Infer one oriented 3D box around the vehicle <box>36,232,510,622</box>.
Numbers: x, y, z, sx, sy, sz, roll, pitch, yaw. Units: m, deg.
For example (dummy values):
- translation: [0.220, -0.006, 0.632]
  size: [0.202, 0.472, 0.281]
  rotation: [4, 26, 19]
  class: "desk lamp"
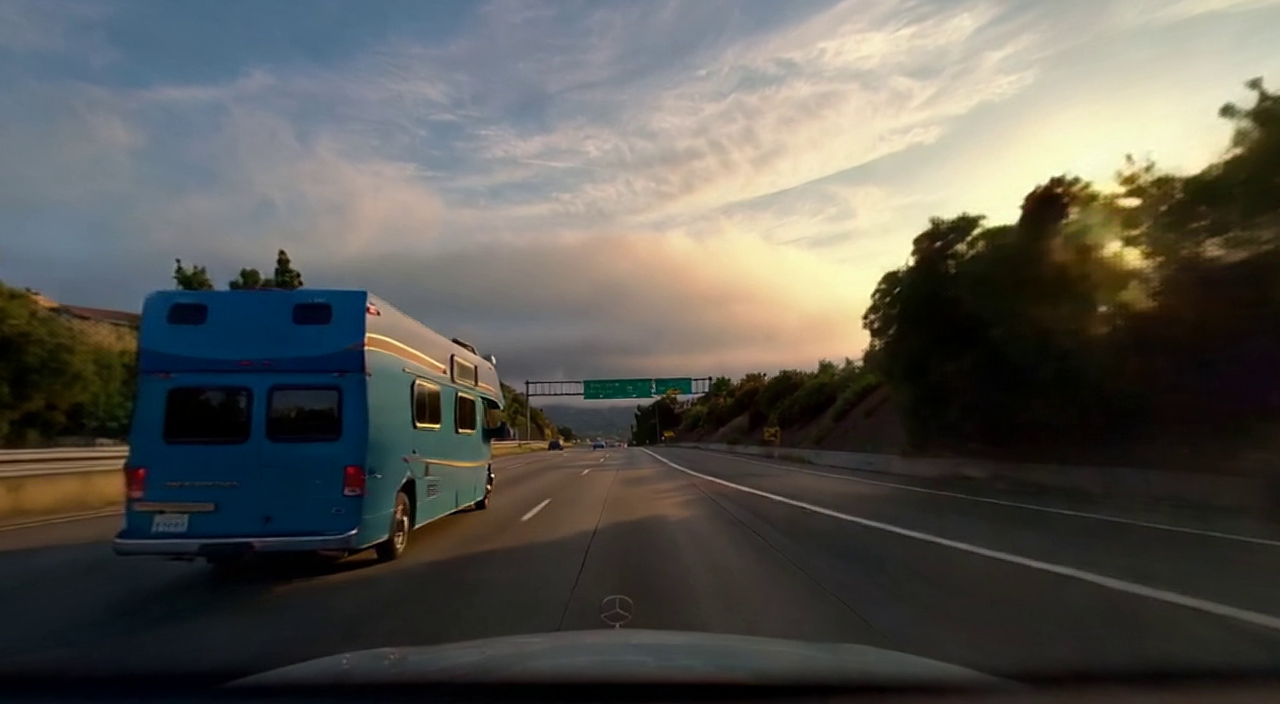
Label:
- translation: [-3.874, 0.997, 9.135]
  size: [2.676, 3.269, 7.388]
  rotation: [-2, -6, -2]
  class: "vehicle"
